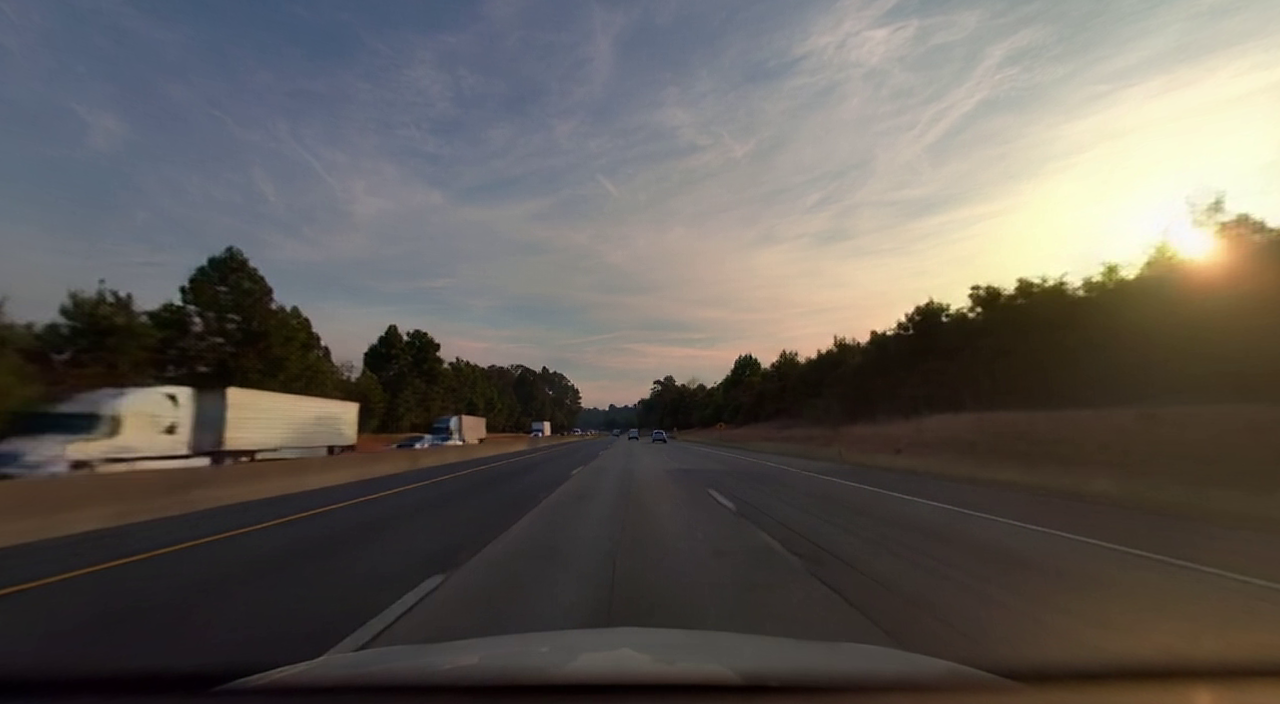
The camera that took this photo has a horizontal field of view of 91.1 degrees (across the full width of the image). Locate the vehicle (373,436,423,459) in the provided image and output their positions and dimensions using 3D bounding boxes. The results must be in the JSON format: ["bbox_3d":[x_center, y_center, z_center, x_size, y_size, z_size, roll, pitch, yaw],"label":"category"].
[{"bbox_3d":[-16.758,6.635,43.823,1.811,1.480,4.437,0,-8,-1],"label":"vehicle"}]

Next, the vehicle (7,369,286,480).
[{"bbox_3d":[-20.591,3.384,27.945,3.078,3.829,11.722,-1,-8,-1],"label":"vehicle"}]
